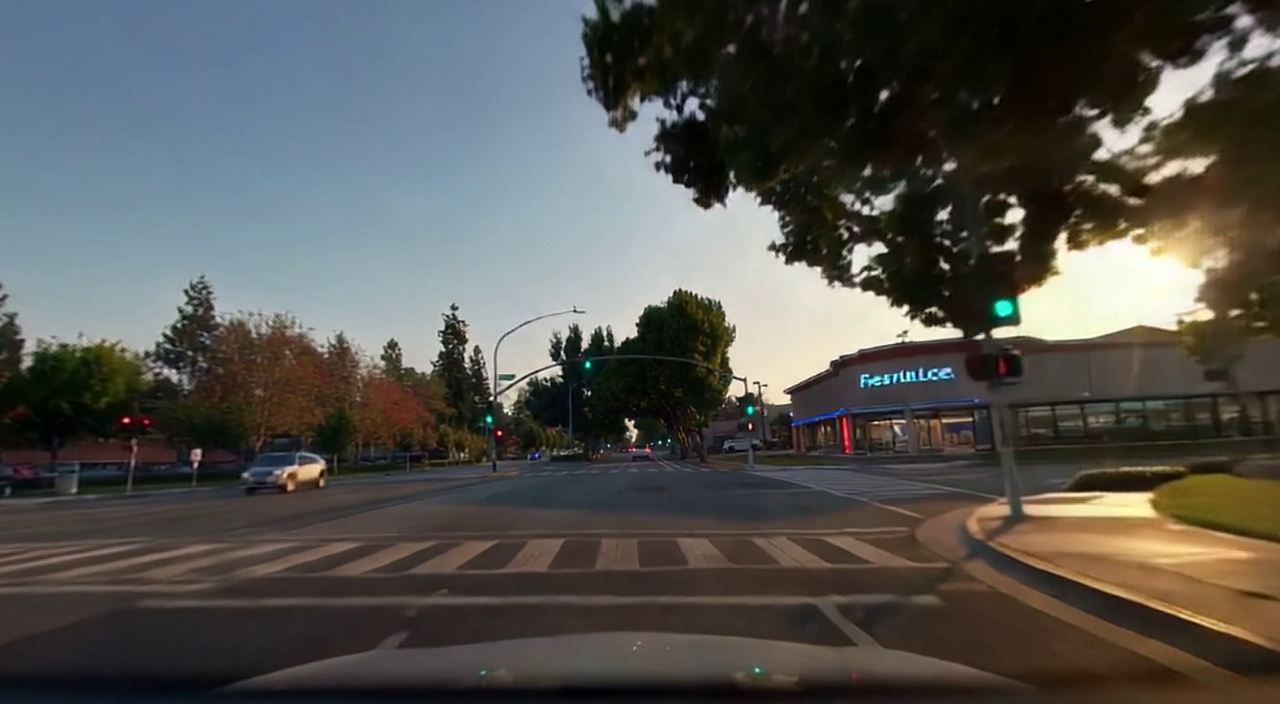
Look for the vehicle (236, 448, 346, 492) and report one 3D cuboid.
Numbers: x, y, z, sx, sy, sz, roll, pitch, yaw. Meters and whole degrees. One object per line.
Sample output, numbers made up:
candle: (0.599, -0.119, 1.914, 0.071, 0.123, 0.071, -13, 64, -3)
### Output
vehicle: (-15.615, 5.268, 28.654, 2.071, 1.800, 4.954, 0, -8, 2)
